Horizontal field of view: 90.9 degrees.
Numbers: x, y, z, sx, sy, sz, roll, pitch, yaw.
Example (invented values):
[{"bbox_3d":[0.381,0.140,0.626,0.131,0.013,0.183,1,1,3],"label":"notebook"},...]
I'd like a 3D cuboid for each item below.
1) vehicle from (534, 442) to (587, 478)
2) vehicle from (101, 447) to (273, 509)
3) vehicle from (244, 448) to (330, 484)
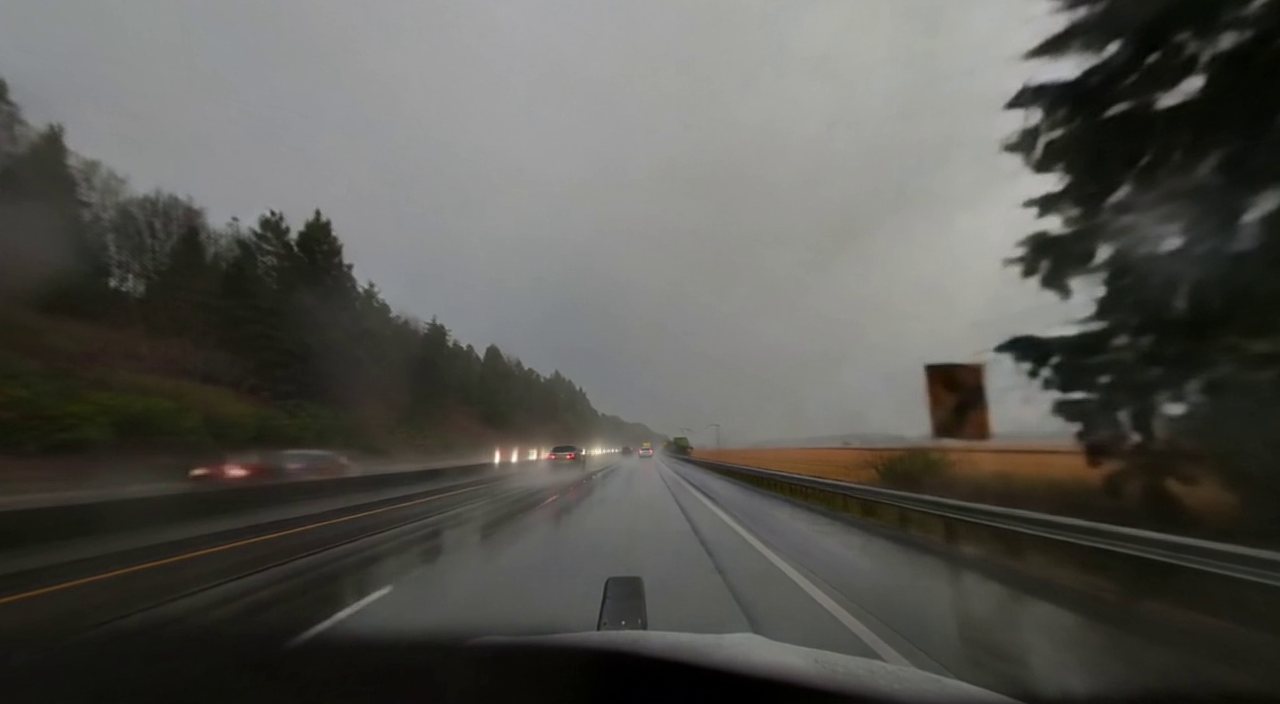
[{"bbox_3d":[-4.005,5.539,32.518,2.095,1.664,4.305,0,-9,1],"label":"vehicle"},{"bbox_3d":[-12.672,3.515,18.036,1.857,1.533,4.082,0,-9,0],"label":"vehicle"},{"bbox_3d":[-16.891,5.463,30.389,1.825,1.578,4.022,0,-9,0],"label":"vehicle"}]
